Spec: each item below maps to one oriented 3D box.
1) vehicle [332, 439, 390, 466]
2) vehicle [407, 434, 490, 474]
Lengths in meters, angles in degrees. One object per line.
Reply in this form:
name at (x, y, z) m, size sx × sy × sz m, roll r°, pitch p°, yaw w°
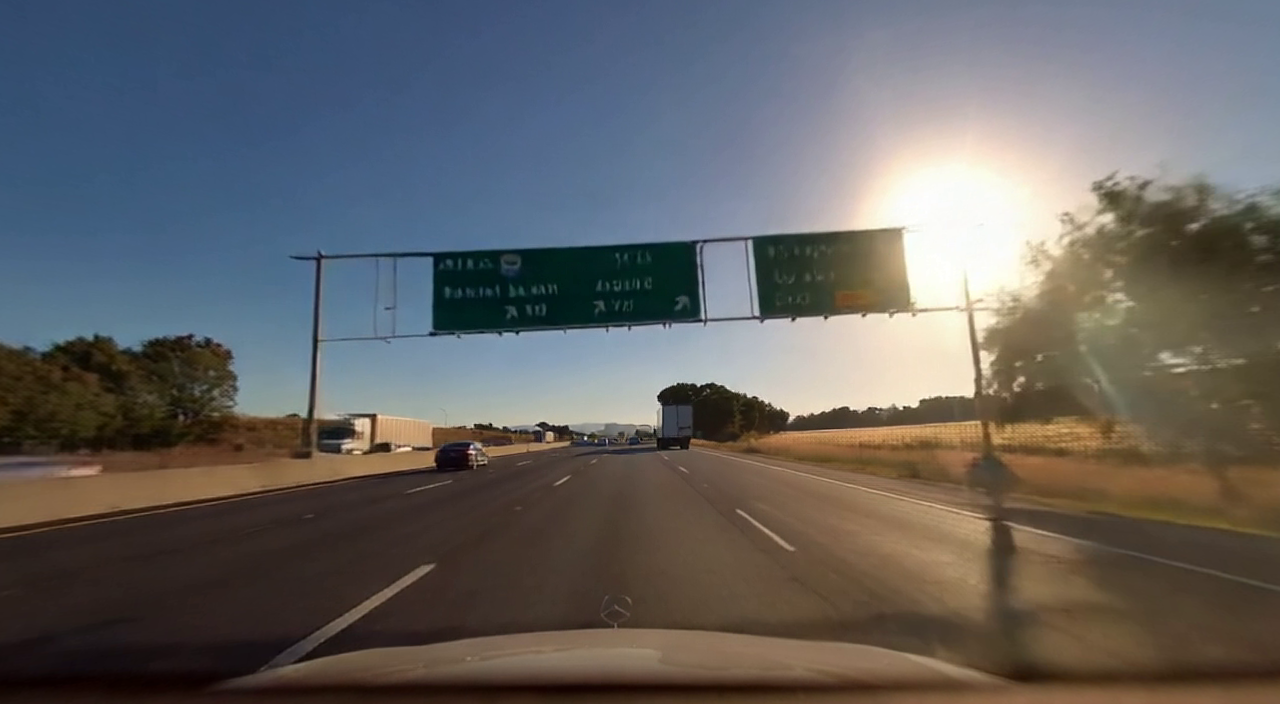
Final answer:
vehicle at (-15.931, 5.739, 36.190) m, size 1.719 × 1.415 × 3.545 m, roll 0°, pitch -8°, yaw -1°
vehicle at (-7.483, 4.002, 25.127) m, size 2.018 × 1.454 × 4.290 m, roll 0°, pitch -8°, yaw -1°
